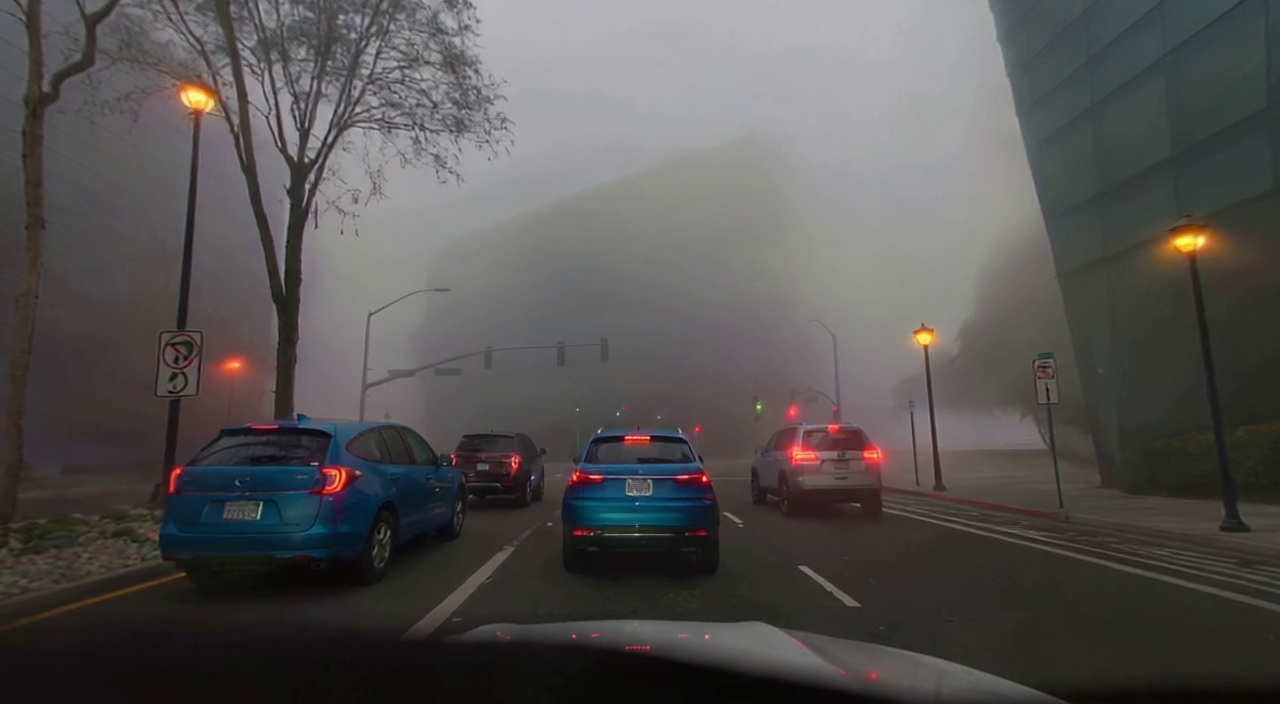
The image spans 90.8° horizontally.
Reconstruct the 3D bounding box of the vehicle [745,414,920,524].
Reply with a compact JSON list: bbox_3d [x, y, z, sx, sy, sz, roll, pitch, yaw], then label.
[{"bbox_3d":[3.618,2.307,12.960,2.026,1.819,4.579,0,-8,-1],"label":"vehicle"}]

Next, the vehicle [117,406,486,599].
[{"bbox_3d":[-3.540,1.654,7.847,2.083,1.691,4.398,0,-8,1],"label":"vehicle"}]

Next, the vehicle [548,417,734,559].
[{"bbox_3d":[-0.026,1.917,9.639,2.207,1.659,4.155,0,-8,-1],"label":"vehicle"}]

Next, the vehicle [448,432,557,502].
[{"bbox_3d":[-3.644,3.125,17.609,2.068,1.678,4.199,0,-8,0],"label":"vehicle"}]
